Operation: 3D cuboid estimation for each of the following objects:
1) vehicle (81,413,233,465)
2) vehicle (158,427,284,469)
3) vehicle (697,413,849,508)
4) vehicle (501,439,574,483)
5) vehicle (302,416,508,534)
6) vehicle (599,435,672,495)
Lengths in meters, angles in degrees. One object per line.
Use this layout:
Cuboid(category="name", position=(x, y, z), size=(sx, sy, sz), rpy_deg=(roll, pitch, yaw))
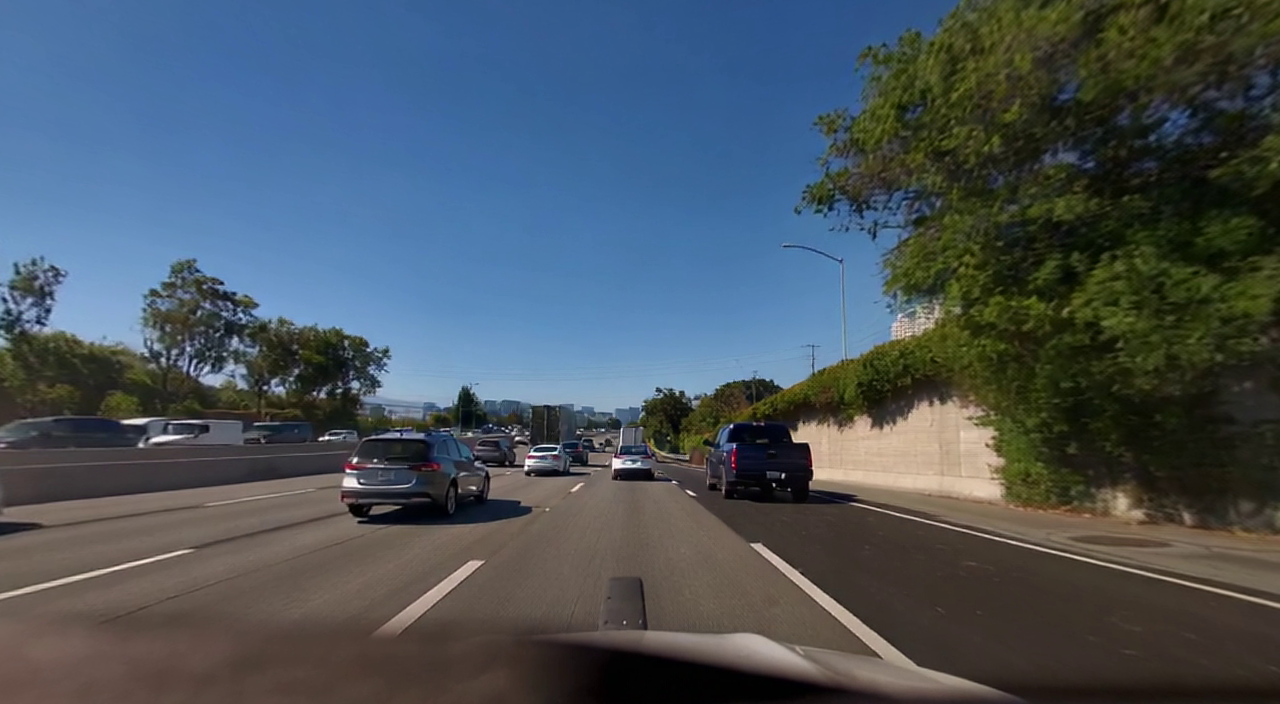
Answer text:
Cuboid(category="vehicle", position=(-20.481, 3.766, 27.190), size=(2.071, 1.972, 5.676), rpy_deg=(0, -8, 0))
Cuboid(category="vehicle", position=(-16.717, 3.868, 25.504), size=(2.076, 1.526, 4.437), rpy_deg=(0, -8, -1))
Cuboid(category="vehicle", position=(3.258, 2.869, 17.158), size=(2.793, 2.132, 5.682), rpy_deg=(0, -8, -1))
Cuboid(category="vehicle", position=(-3.906, 4.233, 24.880), size=(2.049, 1.530, 4.707), rpy_deg=(0, -8, 1))
Cuboid(category="vehicle", position=(-3.938, 2.141, 11.586), size=(2.026, 1.719, 4.490), rpy_deg=(0, -8, 0))
Cuboid(category="vehicle", position=(-0.118, 3.511, 19.985), size=(2.092, 1.671, 3.889), rpy_deg=(0, -8, 0))
